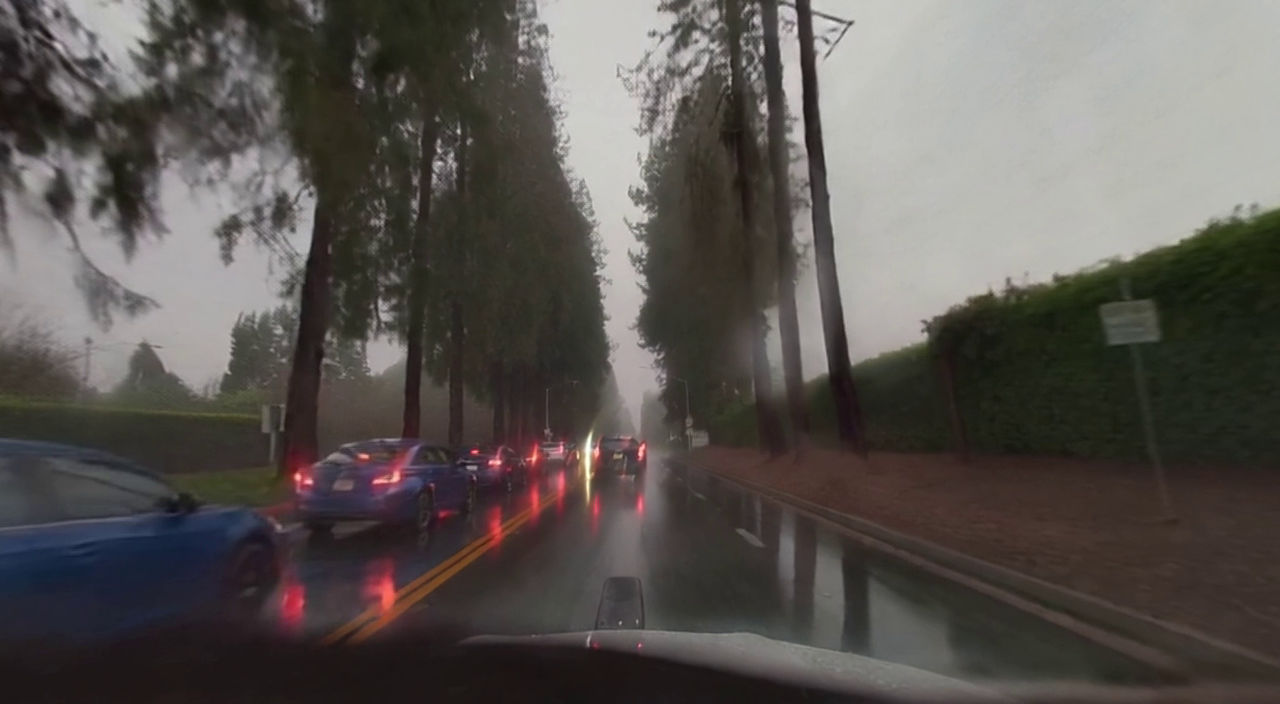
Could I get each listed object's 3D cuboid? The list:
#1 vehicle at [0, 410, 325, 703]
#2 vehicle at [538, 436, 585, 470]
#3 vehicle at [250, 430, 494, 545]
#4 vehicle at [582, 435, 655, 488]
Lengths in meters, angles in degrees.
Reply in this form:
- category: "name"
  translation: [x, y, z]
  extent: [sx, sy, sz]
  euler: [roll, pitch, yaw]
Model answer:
- category: "vehicle"
  translation: [-3.692, 1.046, 3.121]
  extent: [2.030, 1.452, 4.312]
  euler: [0, -8, 0]
- category: "vehicle"
  translation: [-4.128, 5.378, 33.844]
  extent: [1.983, 1.697, 4.285]
  euler: [0, -8, 0]
- category: "vehicle"
  translation: [-4.017, 2.101, 10.576]
  extent: [1.968, 1.459, 4.734]
  euler: [0, -8, 1]
- category: "vehicle"
  translation: [-0.657, 3.473, 20.413]
  extent: [2.127, 1.517, 4.090]
  euler: [0, -8, -1]
